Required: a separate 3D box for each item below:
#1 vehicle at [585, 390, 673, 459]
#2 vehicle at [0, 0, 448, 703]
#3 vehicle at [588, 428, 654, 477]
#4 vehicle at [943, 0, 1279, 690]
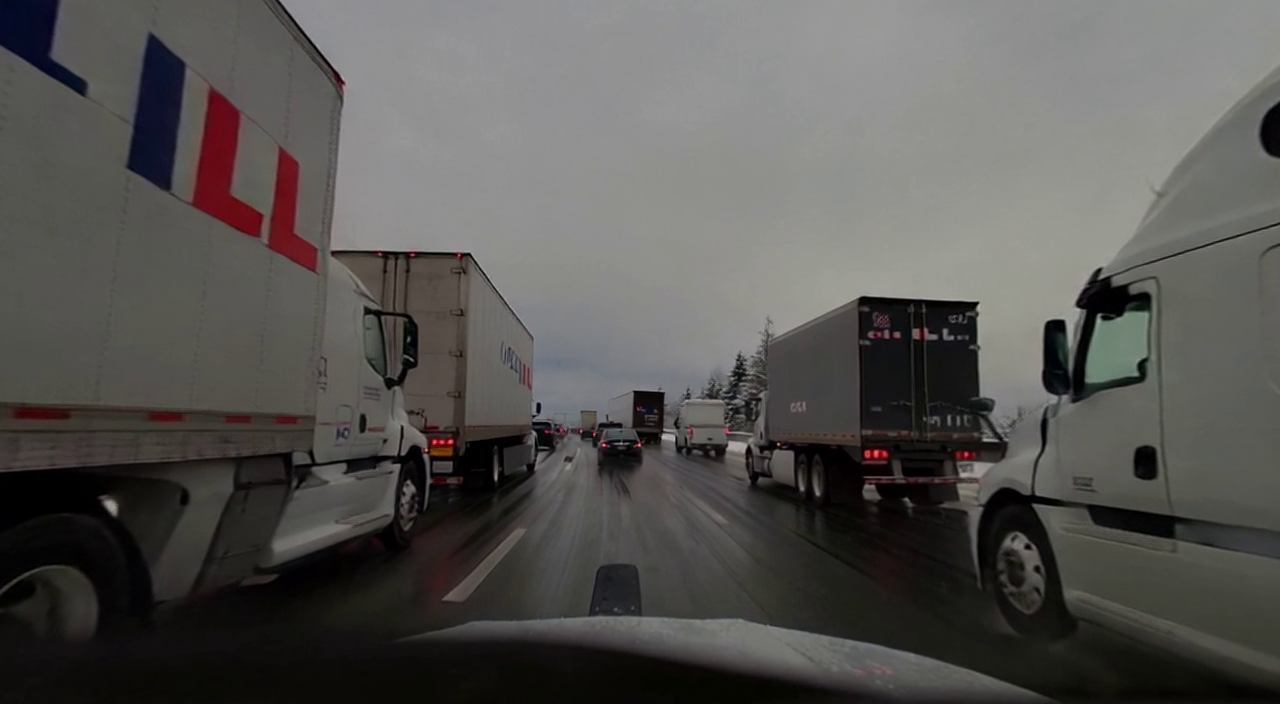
[{"bbox_3d":[-1.258,5.321,45.137,2.899,4.112,13.912,2,-8,-15],"label":"vehicle"},{"bbox_3d":[-3.777,-0.010,3.597,2.822,3.788,8.799,0,-8,-2],"label":"vehicle"},{"bbox_3d":[-0.789,3.527,22.370,2.060,1.540,4.374,1,-8,-5],"label":"vehicle"},{"bbox_3d":[5.261,-0.166,3.379,2.992,3.986,5.841,3,-8,-21],"label":"vehicle"}]
